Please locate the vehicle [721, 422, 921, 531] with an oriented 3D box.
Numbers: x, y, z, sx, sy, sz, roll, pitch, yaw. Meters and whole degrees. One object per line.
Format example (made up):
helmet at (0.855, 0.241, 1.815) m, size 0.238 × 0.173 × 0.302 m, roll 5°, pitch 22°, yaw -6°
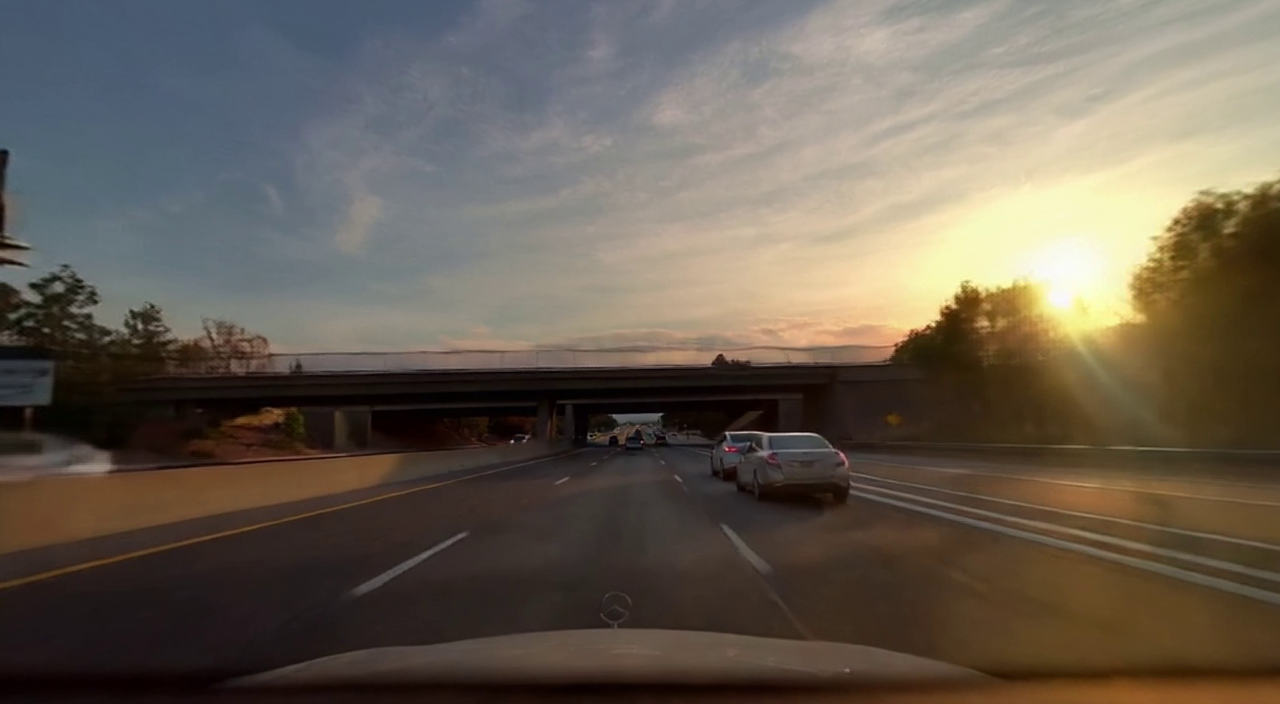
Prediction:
vehicle at (3.080, 2.228, 12.112) m, size 2.240 × 1.646 × 4.949 m, roll 0°, pitch -8°, yaw -2°
